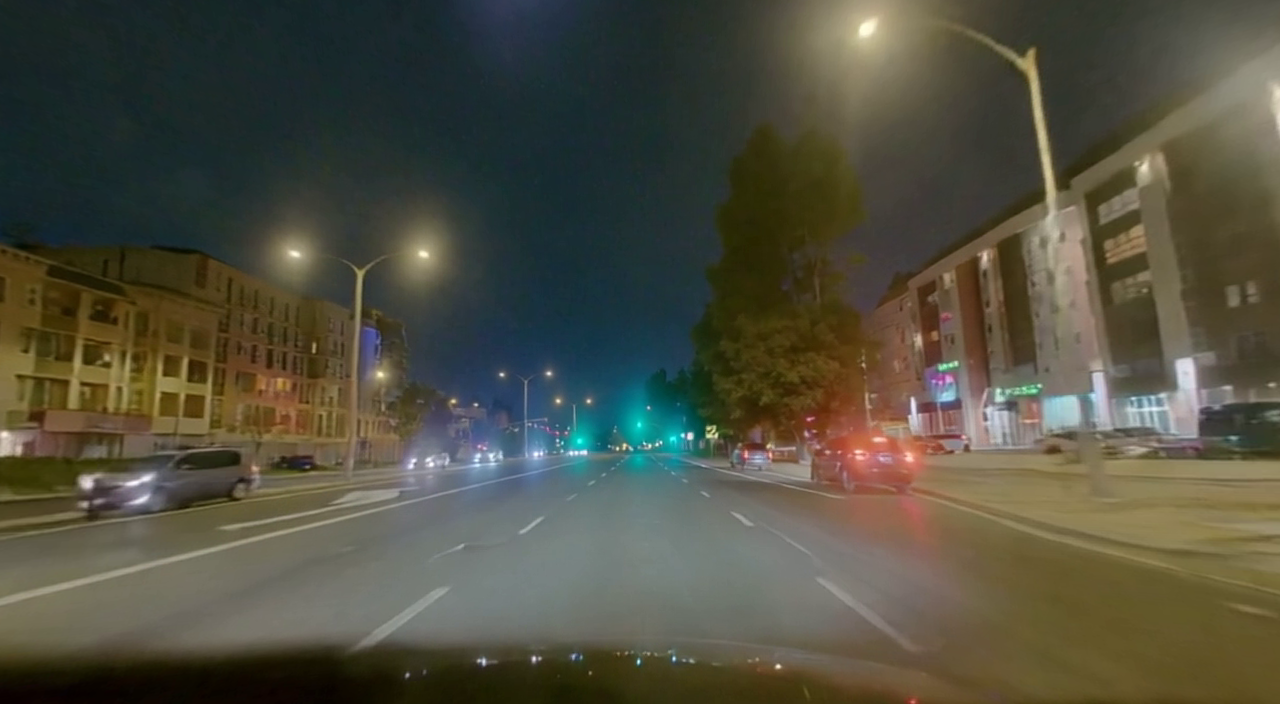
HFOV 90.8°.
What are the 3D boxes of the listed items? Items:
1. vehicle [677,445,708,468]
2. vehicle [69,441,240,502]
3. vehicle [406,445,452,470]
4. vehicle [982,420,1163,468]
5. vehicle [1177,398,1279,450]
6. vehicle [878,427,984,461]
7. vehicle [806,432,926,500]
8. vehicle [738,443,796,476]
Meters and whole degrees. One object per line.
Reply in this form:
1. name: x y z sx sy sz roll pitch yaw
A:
1. vehicle: 3.751 7.569 46.009 1.878 1.534 4.120 0 -8 0
2. vehicle: -15.122 3.699 20.057 2.014 1.700 4.308 0 -8 -1
3. vehicle: -15.662 7.797 47.063 1.888 1.744 4.355 0 -8 1
4. vehicle: 15.144 3.265 22.380 4.830 1.605 1.982 -1 -9 4
5. vehicle: 30.587 3.637 31.489 5.204 2.465 2.316 -1 -9 5
6. vehicle: 14.914 4.743 32.570 4.527 1.637 1.887 0 -8 -1
7. vehicle: 6.555 3.337 18.936 2.175 1.770 4.373 -1 -8 3
8. vehicle: 6.729 5.712 33.973 2.063 1.631 4.507 0 -8 -1
